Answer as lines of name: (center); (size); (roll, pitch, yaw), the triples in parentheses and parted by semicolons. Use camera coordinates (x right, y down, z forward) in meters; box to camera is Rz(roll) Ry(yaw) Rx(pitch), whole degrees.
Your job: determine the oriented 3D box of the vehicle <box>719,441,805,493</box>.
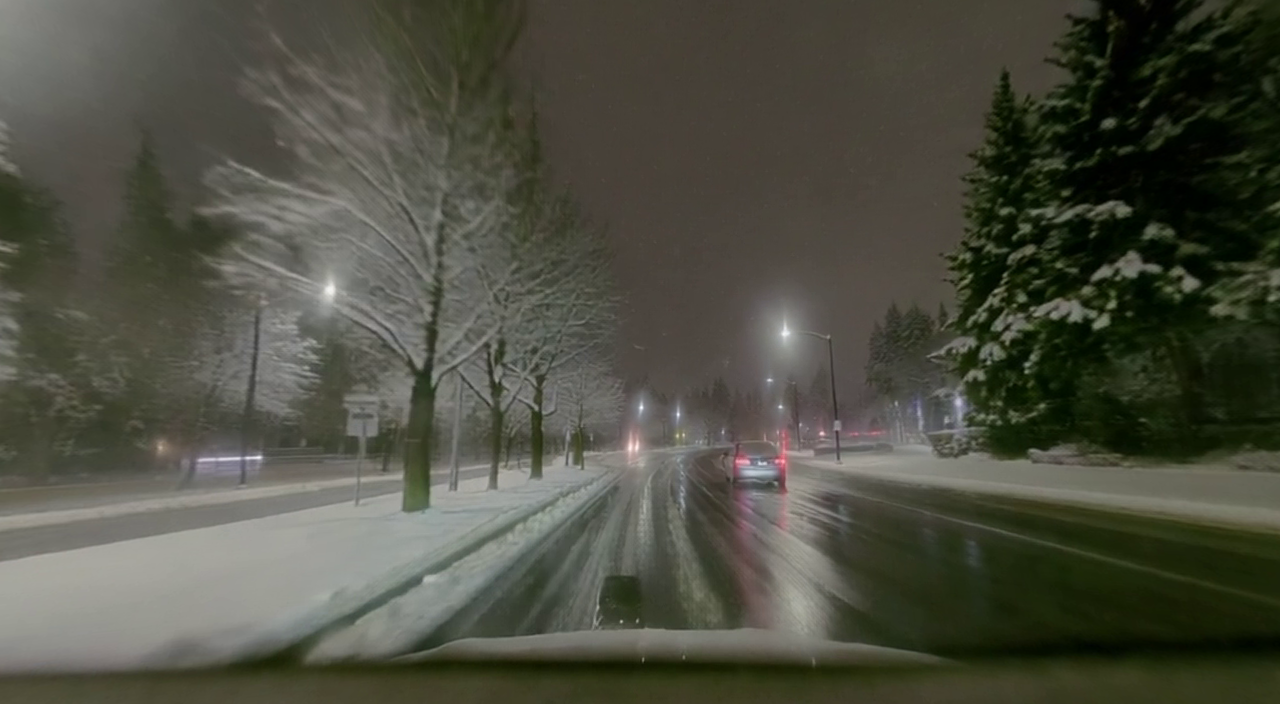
vehicle: (3.846, 3.700, 20.690); (1.928, 1.481, 4.453); (0, -9, 0)
